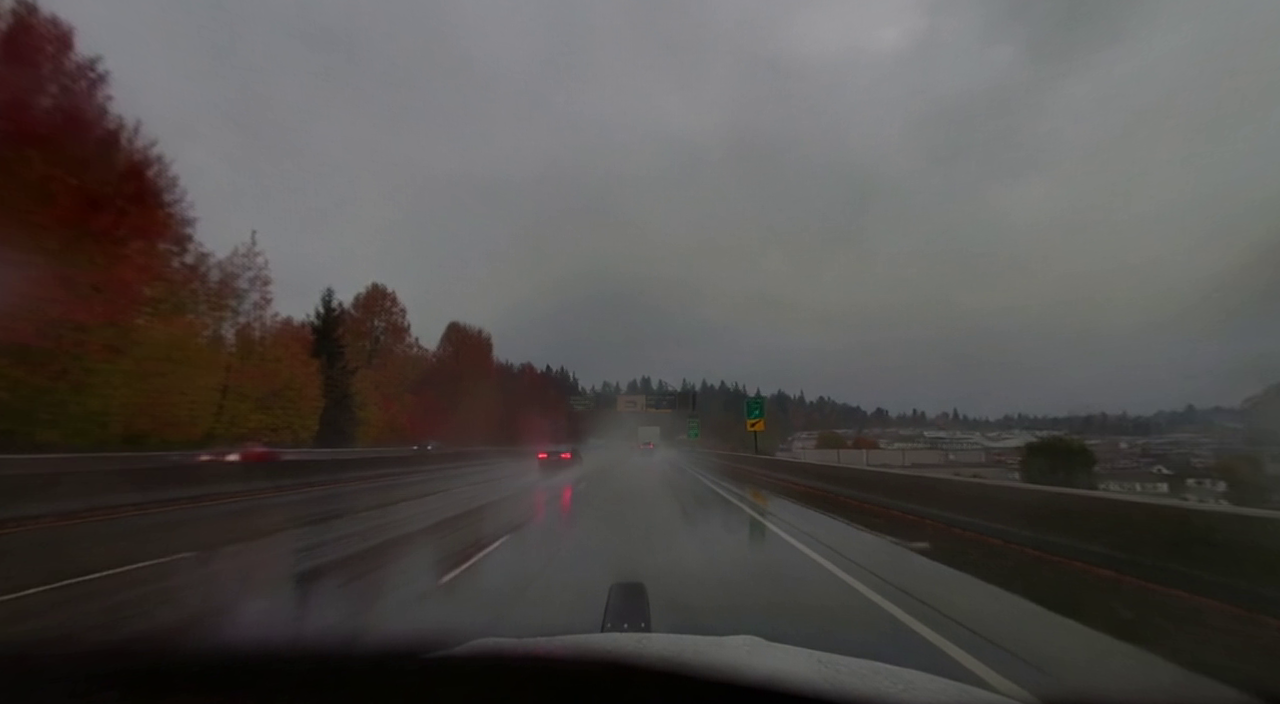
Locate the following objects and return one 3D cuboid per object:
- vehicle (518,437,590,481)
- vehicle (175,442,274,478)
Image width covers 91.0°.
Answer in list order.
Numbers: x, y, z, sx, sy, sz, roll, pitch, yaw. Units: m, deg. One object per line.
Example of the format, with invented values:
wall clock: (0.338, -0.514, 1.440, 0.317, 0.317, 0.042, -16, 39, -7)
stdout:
vehicle: (-3.322, 4.261, 25.355, 2.061, 1.572, 4.814, 0, -8, 2)
vehicle: (-20.023, 5.193, 30.571, 1.908, 1.567, 4.458, 0, -8, -3)
